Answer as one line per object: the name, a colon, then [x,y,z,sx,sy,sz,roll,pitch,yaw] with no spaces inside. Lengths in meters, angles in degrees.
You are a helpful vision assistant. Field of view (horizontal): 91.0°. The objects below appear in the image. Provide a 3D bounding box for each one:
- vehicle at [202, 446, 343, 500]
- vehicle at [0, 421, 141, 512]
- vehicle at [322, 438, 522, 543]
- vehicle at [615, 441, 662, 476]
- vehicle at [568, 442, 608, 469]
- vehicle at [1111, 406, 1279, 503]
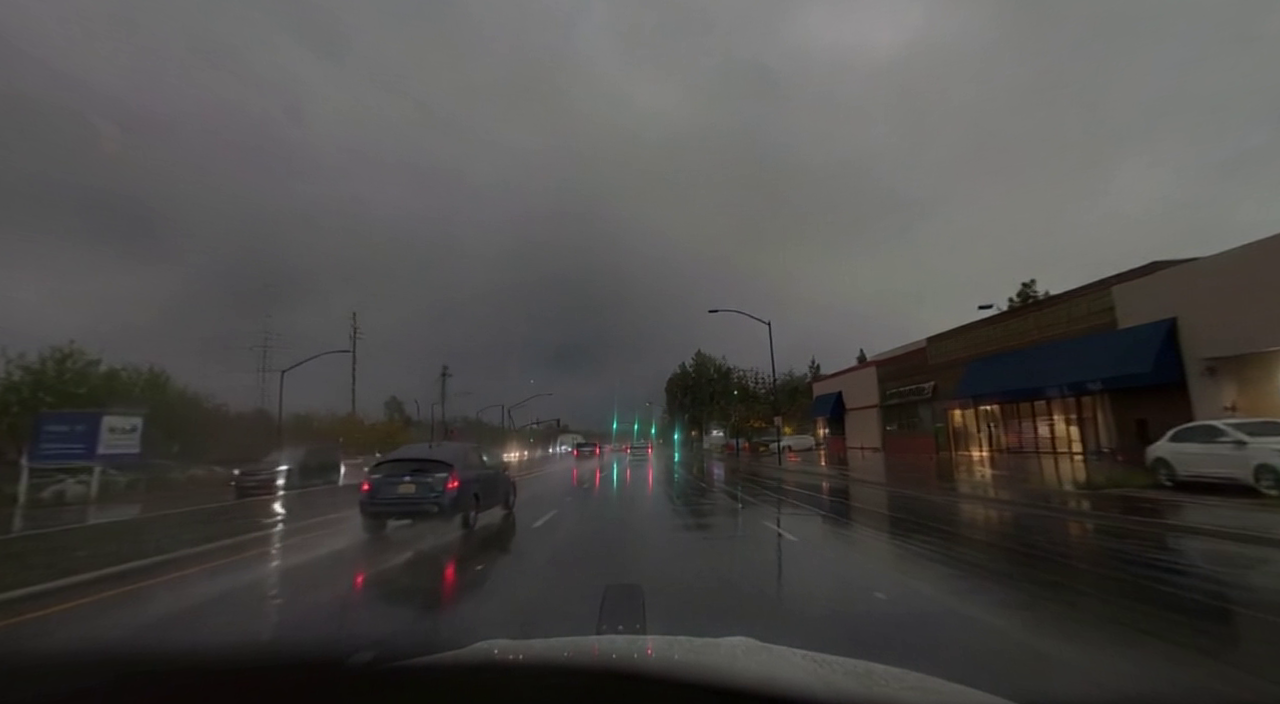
vehicle: [-12.301,4.036,21.513,2.075,1.636,4.464,0,-9,1]
vehicle: [-22.985,4.552,25.552,2.843,3.351,3.542,2,-9,-15]
vehicle: [-3.555,2.333,11.278,2.003,1.488,4.282,0,-9,0]
vehicle: [-0.077,4.895,29.101,2.019,1.459,4.005,0,-9,-1]
vehicle: [-3.010,6.160,37.490,1.939,1.496,4.309,0,-9,1]
vehicle: [12.878,2.131,13.198,2.072,1.769,5.000,0,-9,-1]
